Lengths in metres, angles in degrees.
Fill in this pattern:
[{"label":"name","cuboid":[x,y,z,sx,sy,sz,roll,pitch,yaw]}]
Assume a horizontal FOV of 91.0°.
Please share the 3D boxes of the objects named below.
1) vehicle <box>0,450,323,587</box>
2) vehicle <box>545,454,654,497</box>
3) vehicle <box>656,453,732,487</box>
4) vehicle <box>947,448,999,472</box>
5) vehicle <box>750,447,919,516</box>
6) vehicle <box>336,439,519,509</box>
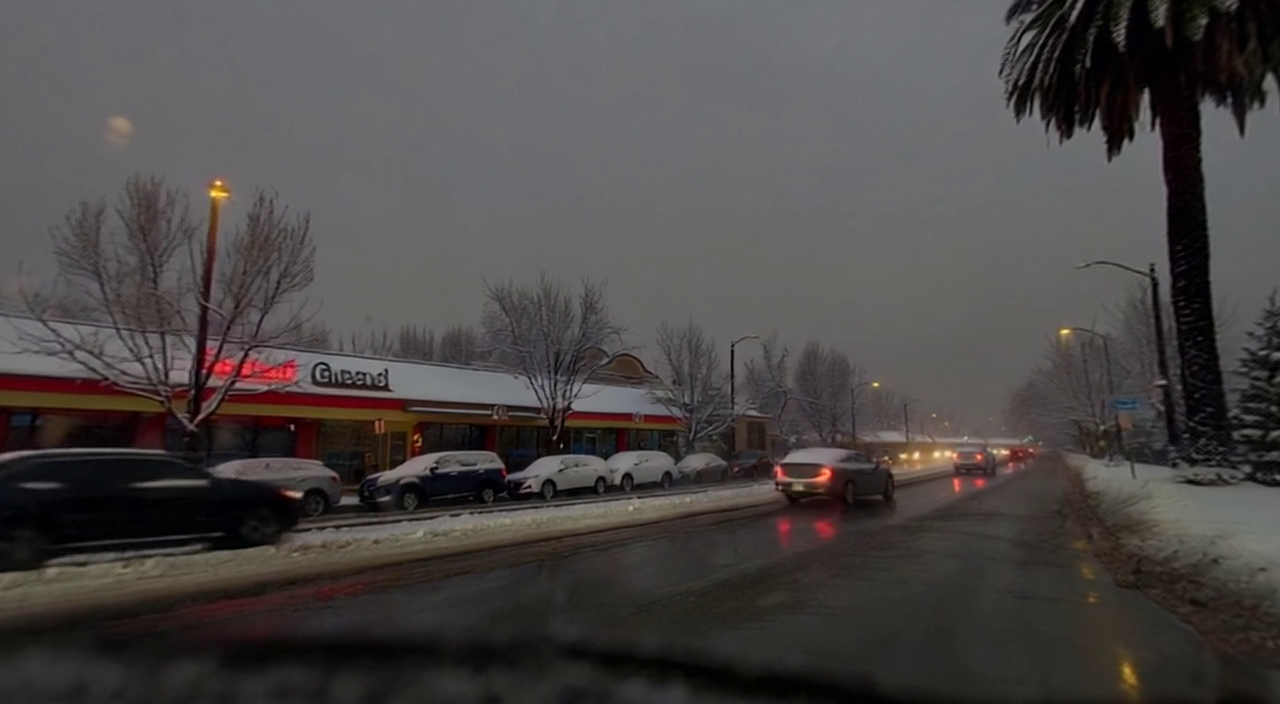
[{"label":"vehicle","cuboid":[-7.237,2.143,8.798,2.090,1.520,4.452,-7,-11,39]},{"label":"vehicle","cuboid":[-1.502,4.828,24.928,1.837,1.468,4.389,-6,-11,37]},{"label":"vehicle","cuboid":[2.727,5.720,30.788,1.776,1.448,4.137,-6,-11,36]},{"label":"vehicle","cuboid":[22.756,7.319,42.909,2.232,1.513,5.090,-6,-11,37]},{"label":"vehicle","cuboid":[5.105,3.177,16.120,2.139,1.461,4.918,-8,-12,43]},{"label":"vehicle","cuboid":[-6.197,3.721,18.973,1.989,1.792,4.884,-9,-15,35]}]
